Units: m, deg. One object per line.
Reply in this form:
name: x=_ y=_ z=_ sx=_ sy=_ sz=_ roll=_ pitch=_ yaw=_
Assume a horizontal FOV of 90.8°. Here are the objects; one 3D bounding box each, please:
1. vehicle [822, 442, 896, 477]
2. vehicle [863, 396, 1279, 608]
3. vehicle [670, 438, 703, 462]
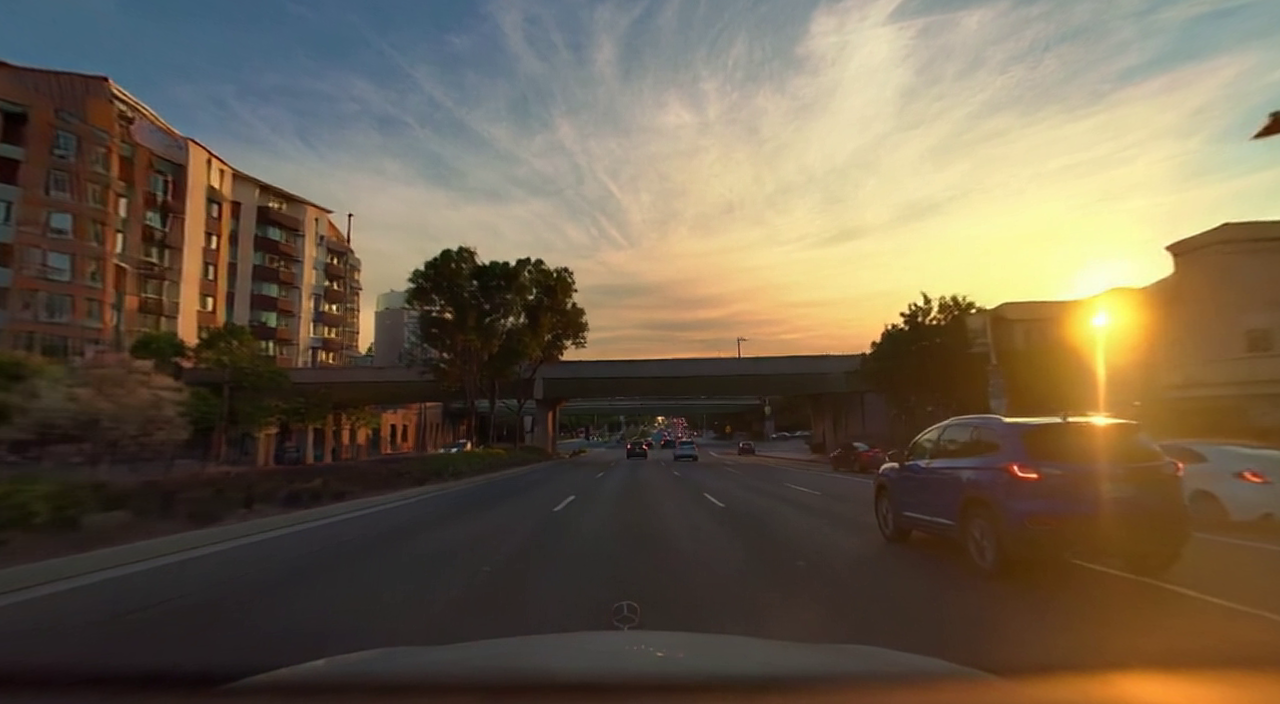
vehicle: x=10.034 y=4.928 z=29.309 sx=1.888 sy=1.468 sz=4.175 roll=0 pitch=-8 yaw=-1
vehicle: x=4.609 y=1.582 z=7.625 sx=2.130 sy=1.741 sz=4.665 roll=0 pitch=-8 yaw=0
vehicle: x=3.427 y=7.338 z=47.354 sx=2.165 sy=1.708 sz=3.928 roll=0 pitch=-8 yaw=0
